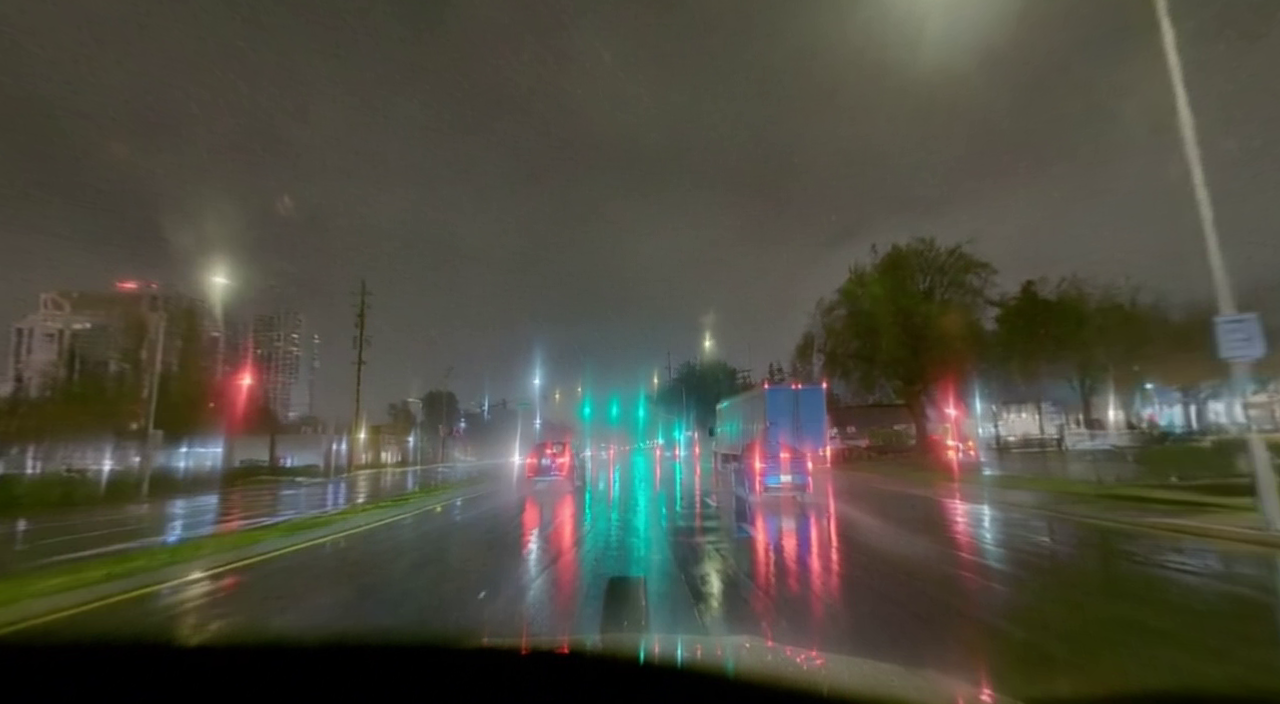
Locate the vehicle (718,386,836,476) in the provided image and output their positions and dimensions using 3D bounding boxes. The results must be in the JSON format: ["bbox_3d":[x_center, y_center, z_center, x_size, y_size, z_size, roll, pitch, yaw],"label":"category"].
[{"bbox_3d":[7.623,5.040,38.815,3.383,4.268,17.469,0,-8,0],"label":"vehicle"}]

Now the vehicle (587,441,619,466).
[{"bbox_3d":[-2.771,7.801,48.680,2.137,1.796,4.304,0,-8,1],"label":"vehicle"}]

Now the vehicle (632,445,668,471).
[{"bbox_3d":[0.525,6.364,38.079,2.020,1.461,4.326,0,-8,-1],"label":"vehicle"}]

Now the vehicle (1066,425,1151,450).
[{"bbox_3d":[36.455,6.694,49.133,5.045,1.644,1.906,-3,-8,-2],"label":"vehicle"}]

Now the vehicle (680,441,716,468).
[{"bbox_3d":[3.880,6.936,42.739,2.050,1.683,3.990,0,-8,0],"label":"vehicle"}]

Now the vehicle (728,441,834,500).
[{"bbox_3d":[3.813,3.254,17.820,1.972,1.452,4.189,0,-8,0],"label":"vehicle"}]

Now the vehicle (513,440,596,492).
[{"bbox_3d":[-2.703,3.718,21.000,2.003,1.509,4.396,-1,-8,2],"label":"vehicle"}]
